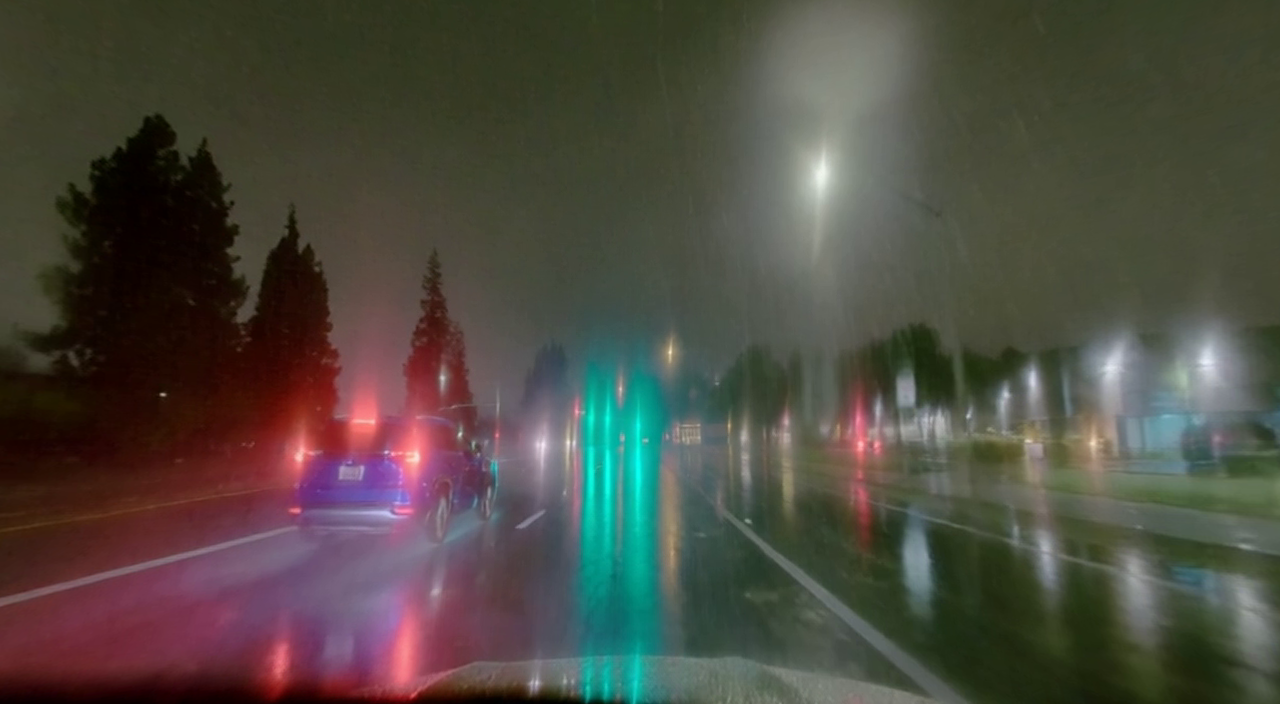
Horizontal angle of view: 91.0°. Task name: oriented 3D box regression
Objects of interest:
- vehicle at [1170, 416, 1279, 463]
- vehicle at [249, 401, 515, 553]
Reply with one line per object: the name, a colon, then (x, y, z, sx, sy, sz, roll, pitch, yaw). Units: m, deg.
vehicle: (23.259, 3.349, 24.269, 4.000, 1.458, 1.640, -5, -7, 0)
vehicle: (-3.386, 1.754, 9.465, 2.033, 1.713, 4.503, 0, -8, 1)
